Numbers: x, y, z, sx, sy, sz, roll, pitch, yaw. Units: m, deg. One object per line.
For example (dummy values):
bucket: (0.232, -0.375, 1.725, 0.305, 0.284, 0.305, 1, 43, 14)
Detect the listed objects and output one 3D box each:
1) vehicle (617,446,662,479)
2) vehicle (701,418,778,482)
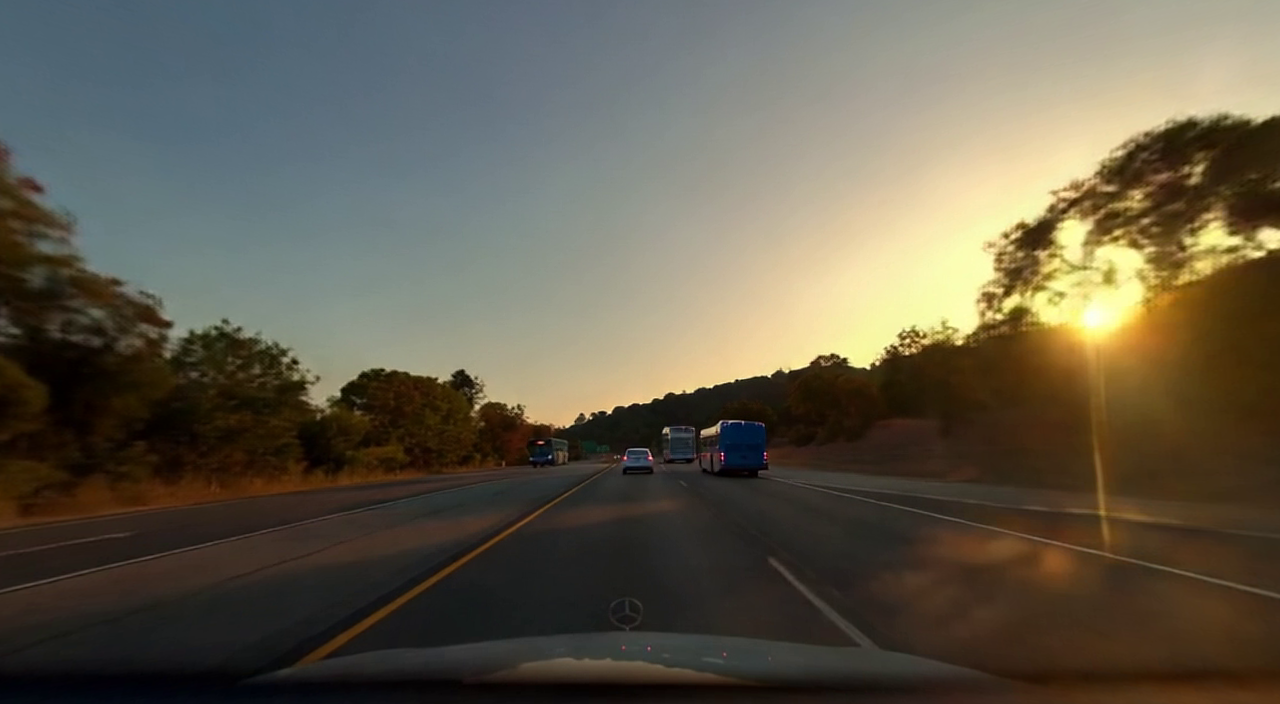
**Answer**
vehicle: (-0.023, 5.252, 30.177, 2.004, 1.449, 3.817, 0, -9, 0)
vehicle: (4.303, 4.426, 28.438, 2.440, 2.555, 5.957, 0, -9, 0)
